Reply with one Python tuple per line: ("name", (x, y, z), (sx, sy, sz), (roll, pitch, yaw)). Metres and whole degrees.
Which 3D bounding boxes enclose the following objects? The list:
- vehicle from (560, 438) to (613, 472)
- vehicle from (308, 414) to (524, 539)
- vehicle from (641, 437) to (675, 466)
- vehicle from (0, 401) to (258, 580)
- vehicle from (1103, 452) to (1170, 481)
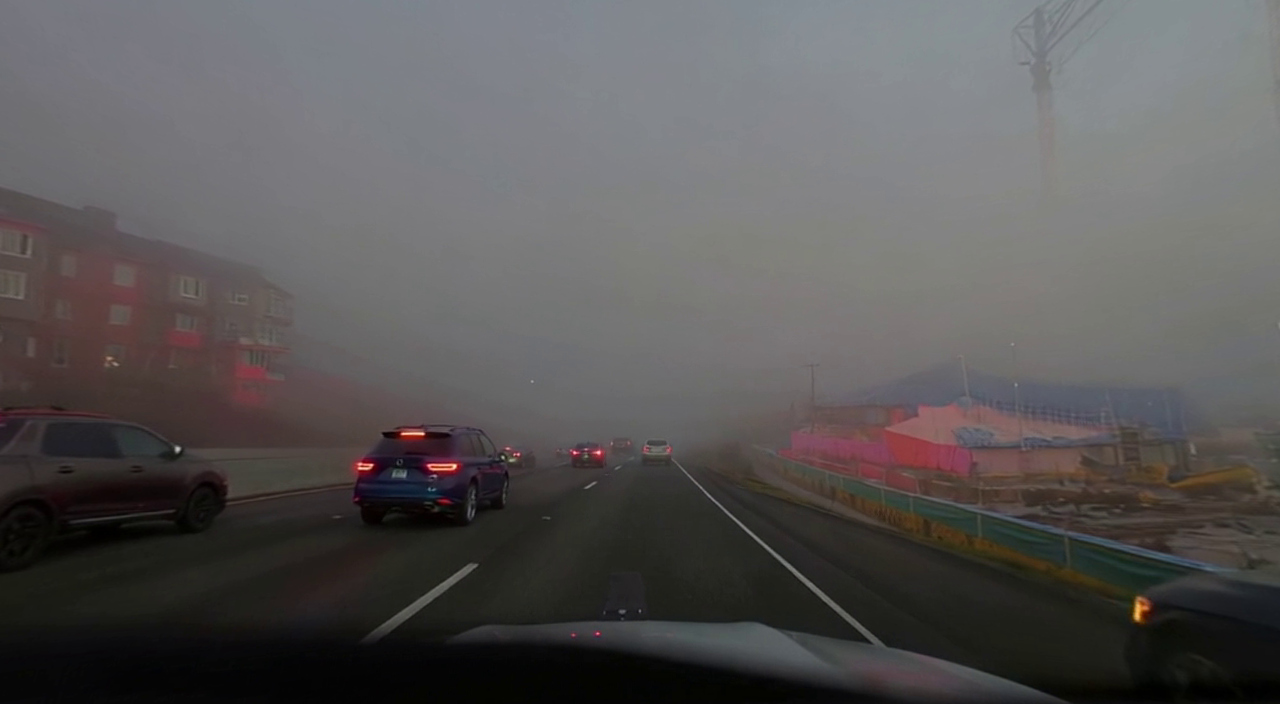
("vehicle", (-2.748, 5.436, 33.435), (2.109, 1.657, 4.554), (0, -8, 4))
("vehicle", (-3.538, 2.061, 11.033), (2.045, 1.710, 4.382), (0, -8, 2))
("vehicle", (1.165, 6.547, 41.634), (2.116, 1.763, 4.352), (0, -8, 1))
("vehicle", (-7.276, 1.584, 7.764), (2.113, 1.724, 4.656), (0, -8, 1))
("vehicle", (29.585, 6.777, 37.679), (1.840, 1.533, 4.657), (-3, -9, 22))
